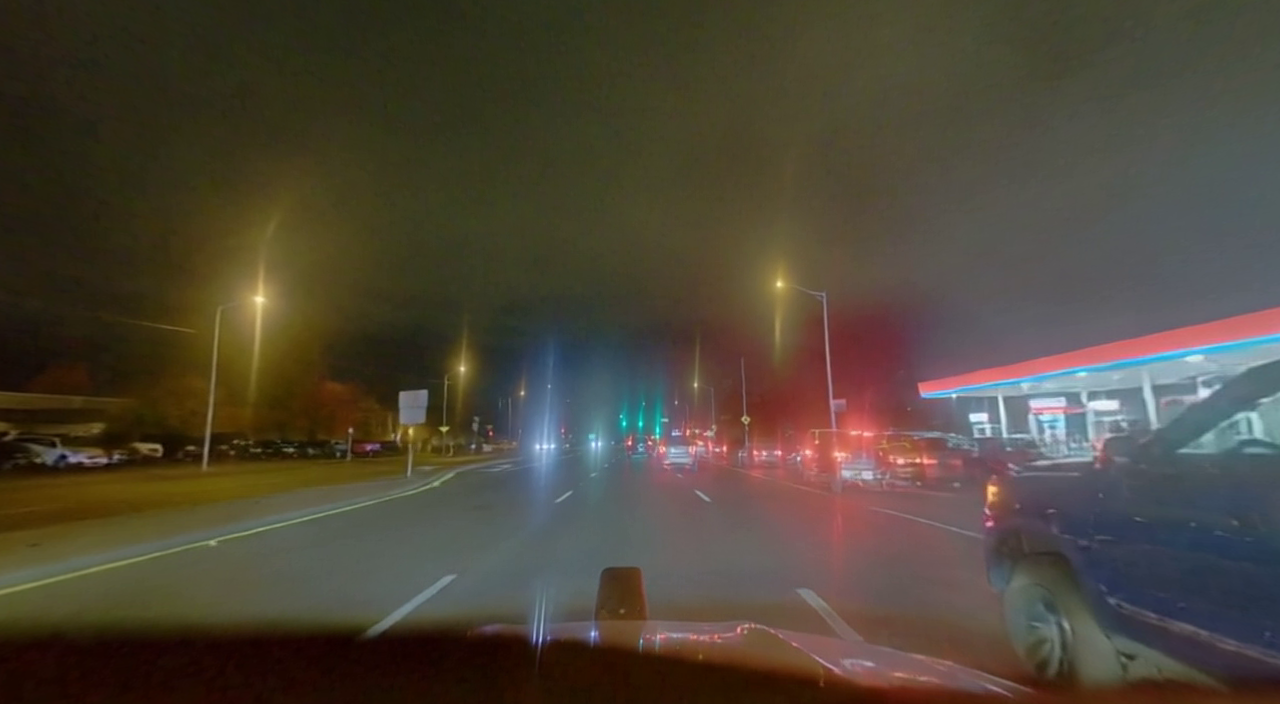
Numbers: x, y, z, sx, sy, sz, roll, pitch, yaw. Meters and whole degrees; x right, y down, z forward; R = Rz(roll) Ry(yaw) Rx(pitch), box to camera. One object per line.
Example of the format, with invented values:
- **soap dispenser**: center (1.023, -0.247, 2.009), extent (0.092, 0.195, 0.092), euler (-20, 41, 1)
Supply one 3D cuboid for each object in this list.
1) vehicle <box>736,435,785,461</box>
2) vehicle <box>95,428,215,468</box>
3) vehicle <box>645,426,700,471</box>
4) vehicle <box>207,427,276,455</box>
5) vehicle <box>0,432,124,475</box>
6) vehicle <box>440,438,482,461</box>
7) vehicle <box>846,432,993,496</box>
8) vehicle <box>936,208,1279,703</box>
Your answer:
- **vehicle**: center (7.448, 6.001, 39.297), extent (2.055, 1.508, 4.782), euler (0, -8, 0)
- **vehicle**: center (-25.706, 5.119, 33.611), extent (2.086, 1.967, 5.297), euler (0, -8, 1)
- **vehicle**: center (1.423, 4.443, 29.170), extent (2.317, 1.857, 5.150), euler (0, -8, 1)
- **vehicle**: center (-30.701, 6.931, 48.542), extent (2.042, 1.901, 5.209), euler (-3, -9, -2)
- **vehicle**: center (-26.230, 4.508, 28.167), extent (1.922, 1.755, 4.511), euler (-1, -8, 7)
- **vehicle**: center (-11.884, 6.501, 41.994), extent (1.942, 1.473, 4.506), euler (1, -8, -6)
- **vehicle**: center (7.329, 2.962, 17.111), extent (1.831, 1.471, 4.866), euler (0, -8, 1)
- **vehicle**: center (3.027, 0.527, 1.596), extent (2.246, 1.963, 4.777), euler (0, -8, 1)
